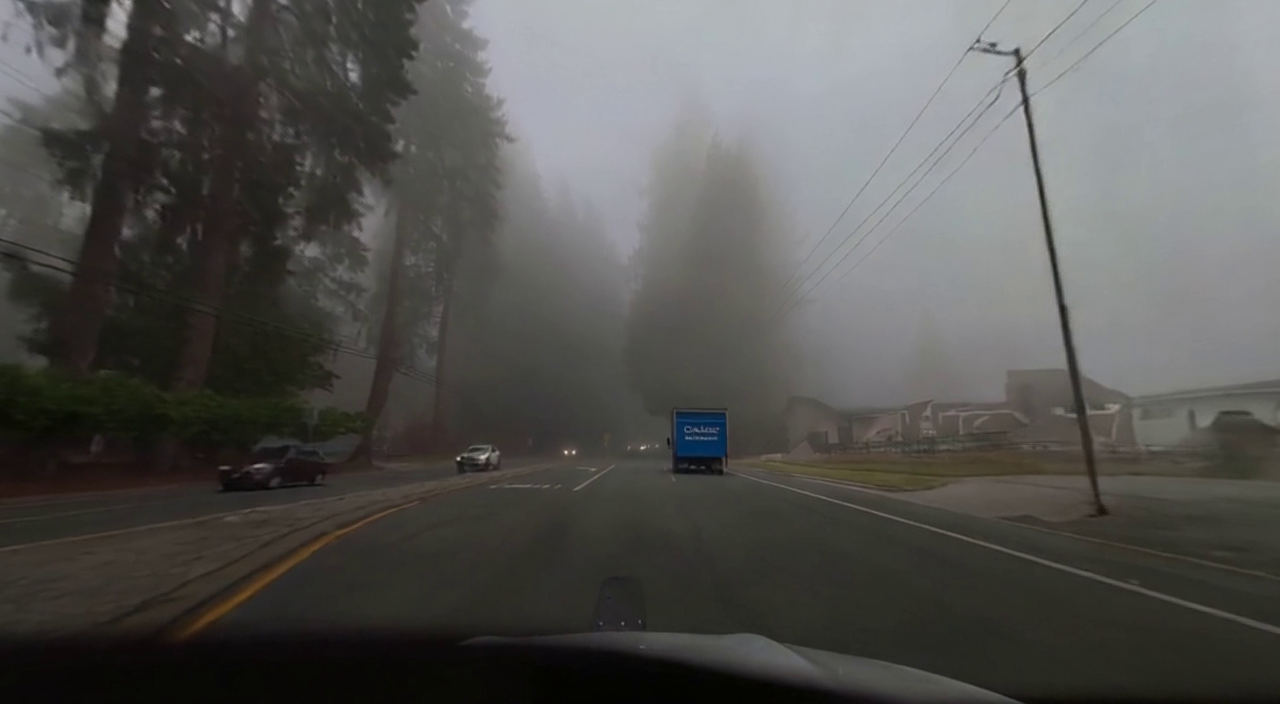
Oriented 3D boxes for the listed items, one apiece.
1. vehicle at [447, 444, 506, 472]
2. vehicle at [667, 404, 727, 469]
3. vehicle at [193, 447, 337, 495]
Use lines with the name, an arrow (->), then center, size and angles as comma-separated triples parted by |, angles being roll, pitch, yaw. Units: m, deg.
vehicle -> -8.981, 5.867, 34.936 | 2.011, 1.460, 4.420 | 0, -8, 1
vehicle -> 3.632, 5.725, 42.273 | 2.973, 3.848, 9.336 | 0, -8, -1
vehicle -> -11.951, 3.773, 20.392 | 1.973, 1.368, 4.253 | 0, -8, 1
